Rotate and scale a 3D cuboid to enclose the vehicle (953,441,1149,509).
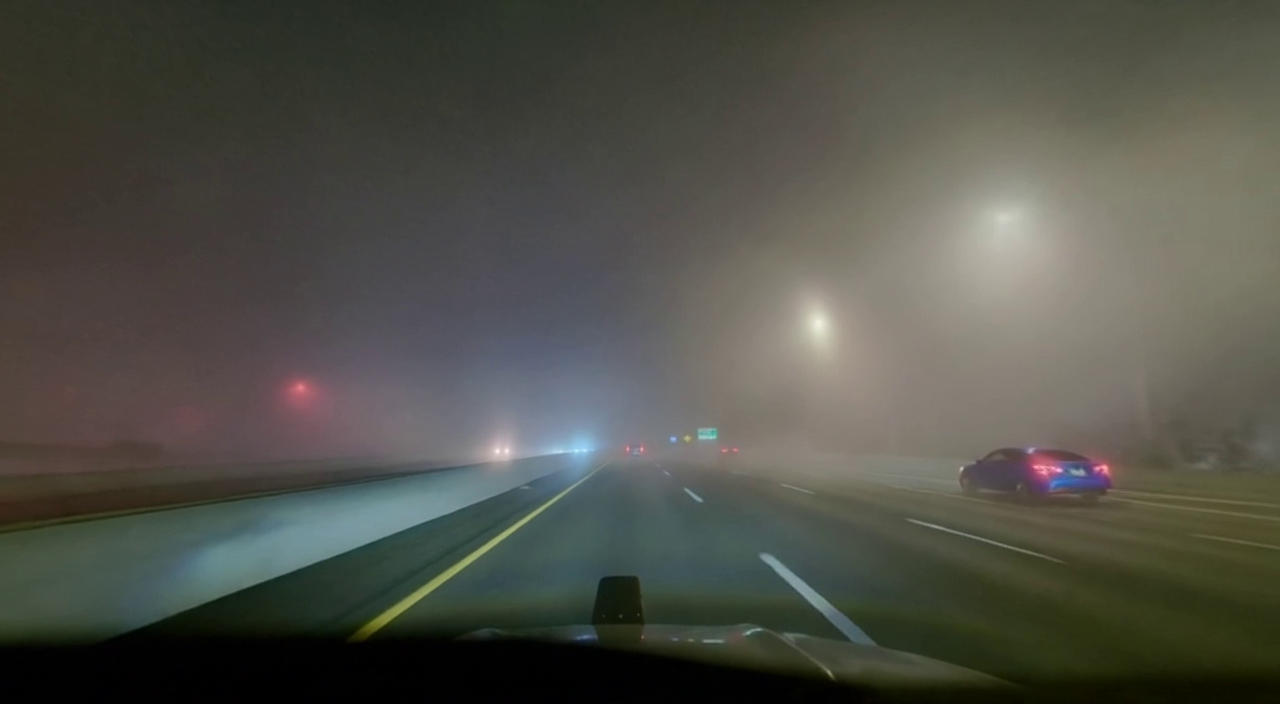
[{"bbox_3d":[10.678,3.184,16.985,2.024,1.481,4.747,1,-8,-1],"label":"vehicle"}]
